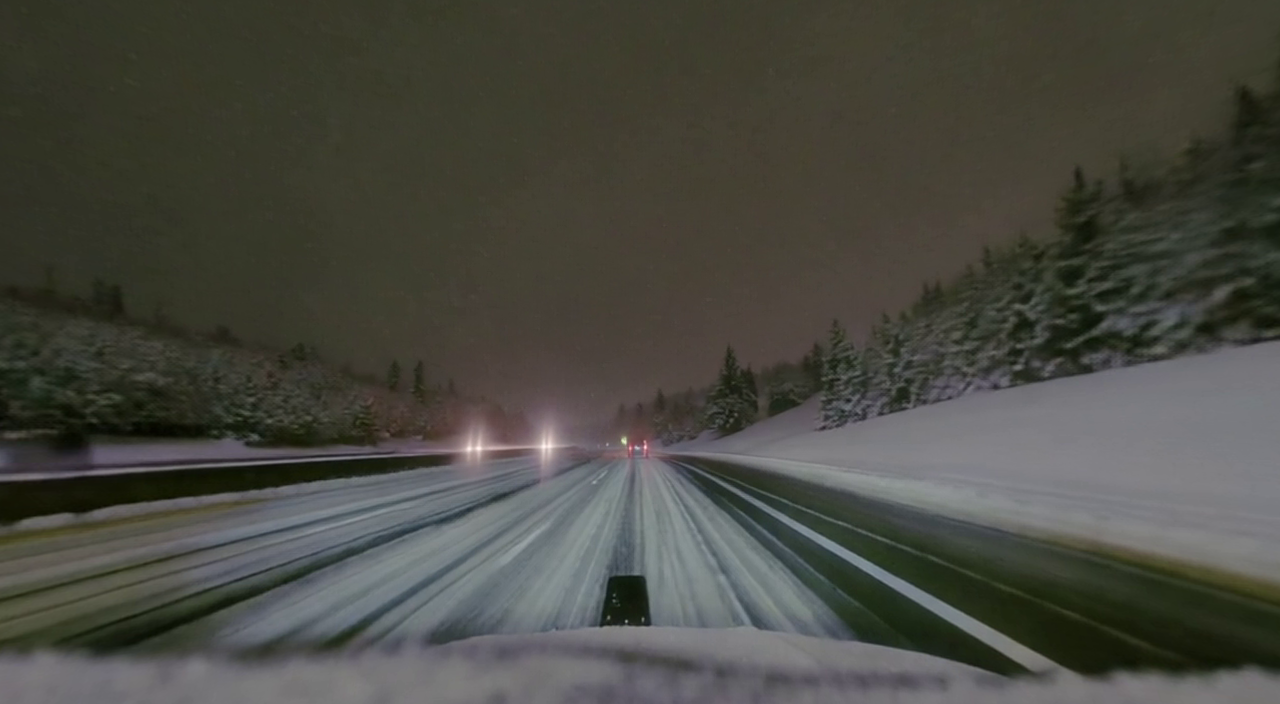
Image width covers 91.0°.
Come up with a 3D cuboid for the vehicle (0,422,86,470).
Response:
[{"bbox_3d":[-24.026,3.529,23.609,2.268,1.693,4.484,-1,-8,0],"label":"vehicle"}]
